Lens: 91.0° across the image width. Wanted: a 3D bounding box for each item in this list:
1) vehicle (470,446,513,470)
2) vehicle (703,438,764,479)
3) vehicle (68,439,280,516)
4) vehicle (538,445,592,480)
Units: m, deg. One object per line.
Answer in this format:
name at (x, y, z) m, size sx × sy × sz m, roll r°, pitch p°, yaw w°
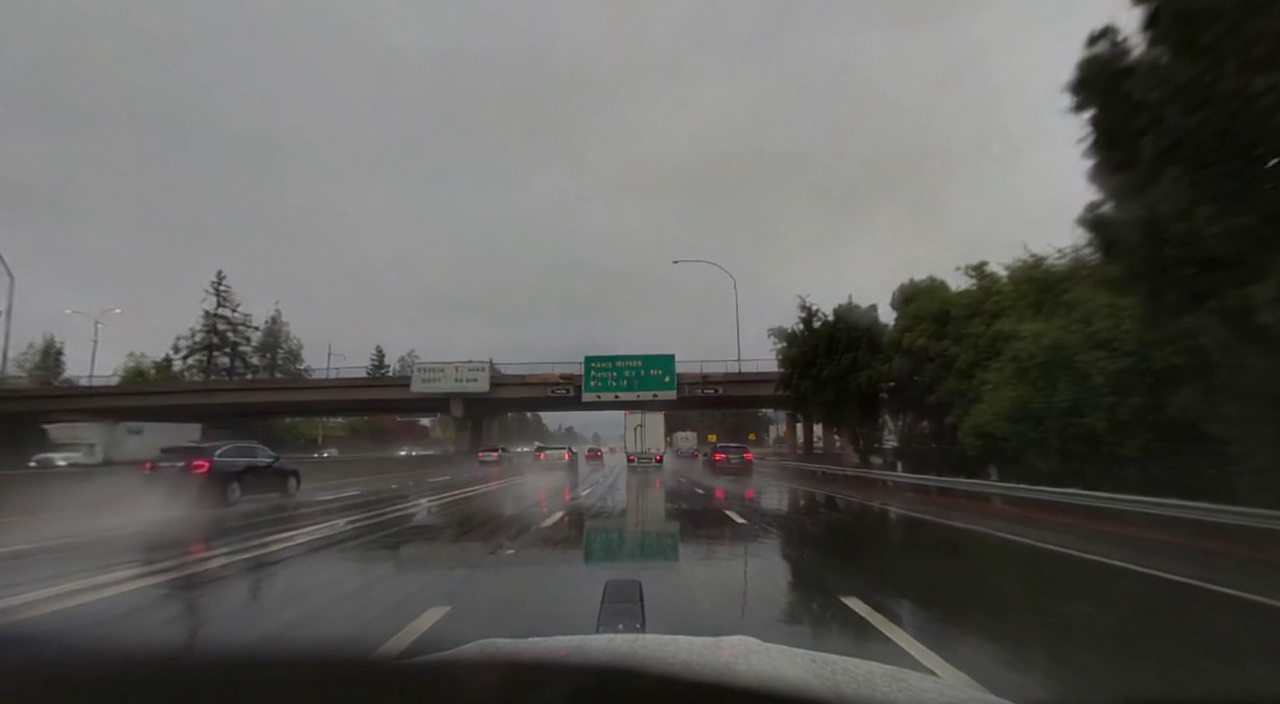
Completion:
vehicle at (-10.903, 7.807, 46.564) m, size 2.080 × 1.637 × 4.581 m, roll 0°, pitch -9°, yaw 0°
vehicle at (4.216, 4.883, 29.062) m, size 2.107 × 1.707 × 4.445 m, roll 0°, pitch -9°, yaw 0°
vehicle at (-11.185, 3.010, 15.615) m, size 1.966 × 1.627 × 4.258 m, roll 0°, pitch -9°, yaw 0°
vehicle at (-3.580, 5.340, 30.778) m, size 2.083 × 1.576 × 4.307 m, roll 0°, pitch -9°, yaw 1°
